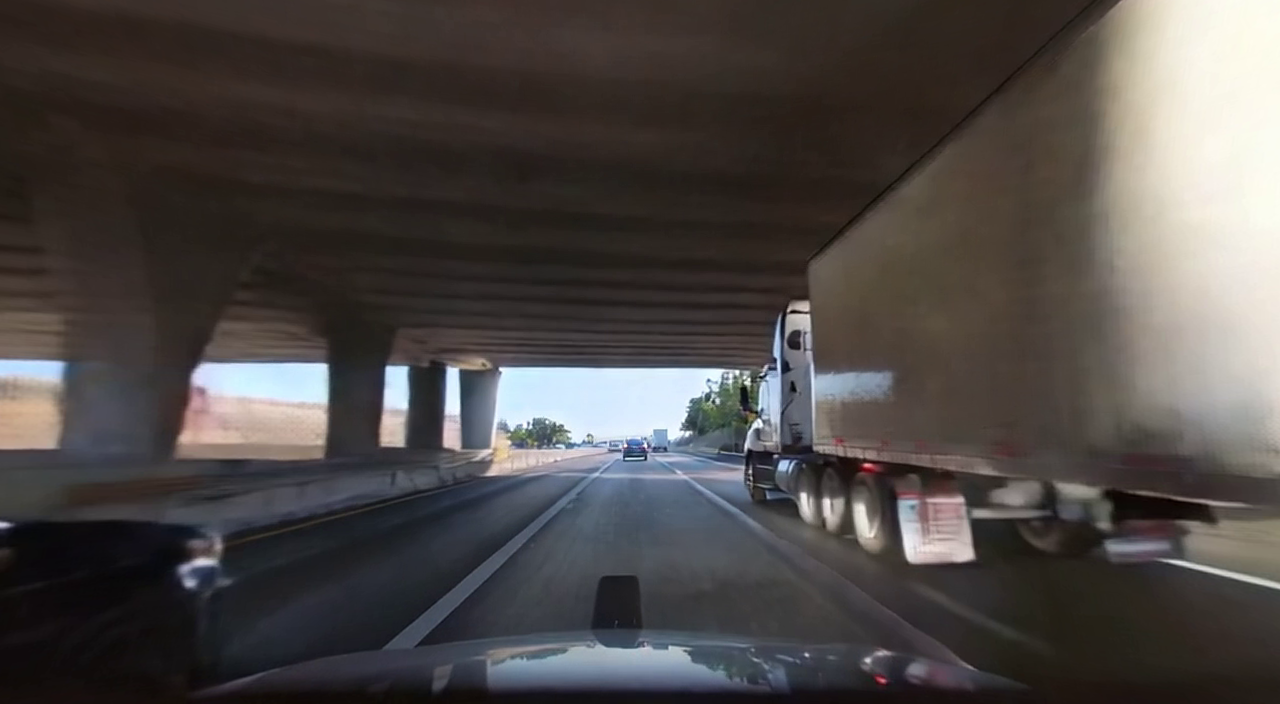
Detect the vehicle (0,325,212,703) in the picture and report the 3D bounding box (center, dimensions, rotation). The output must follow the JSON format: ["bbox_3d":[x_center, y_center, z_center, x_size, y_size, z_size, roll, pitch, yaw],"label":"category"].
[{"bbox_3d":[-3.606,0.631,1.287,2.326,1.761,4.450,0,-8,-1],"label":"vehicle"}]

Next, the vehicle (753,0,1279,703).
[{"bbox_3d":[3.848,0.173,5.737,3.469,3.881,10.805,0,-8,-1],"label":"vehicle"}]

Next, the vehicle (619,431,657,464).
[{"bbox_3d":[-0.203,6.407,42.361,2.456,2.007,4.728,0,-8,-2],"label":"vehicle"}]
